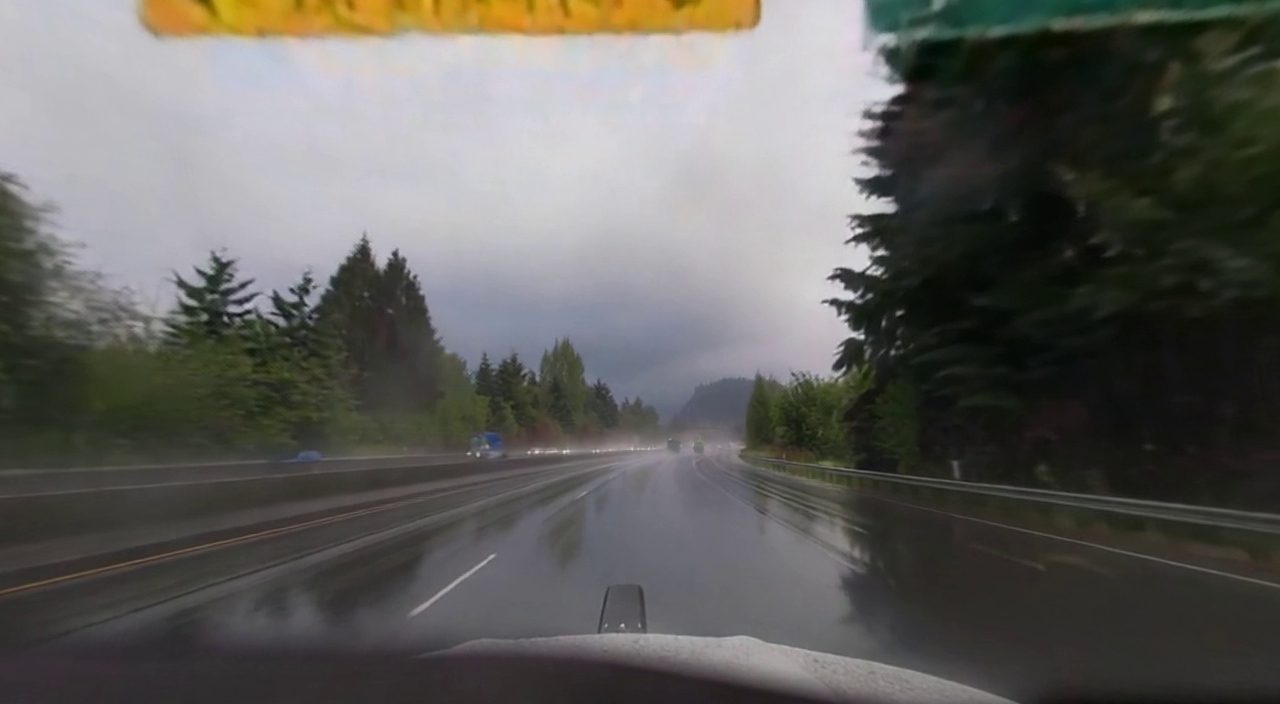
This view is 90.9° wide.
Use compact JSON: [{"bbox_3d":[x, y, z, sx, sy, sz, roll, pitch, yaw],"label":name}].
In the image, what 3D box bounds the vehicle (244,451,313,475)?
[{"bbox_3d":[-23.545,7.224,41.183,1.864,1.479,4.366,0,-9,1],"label":"vehicle"}]
